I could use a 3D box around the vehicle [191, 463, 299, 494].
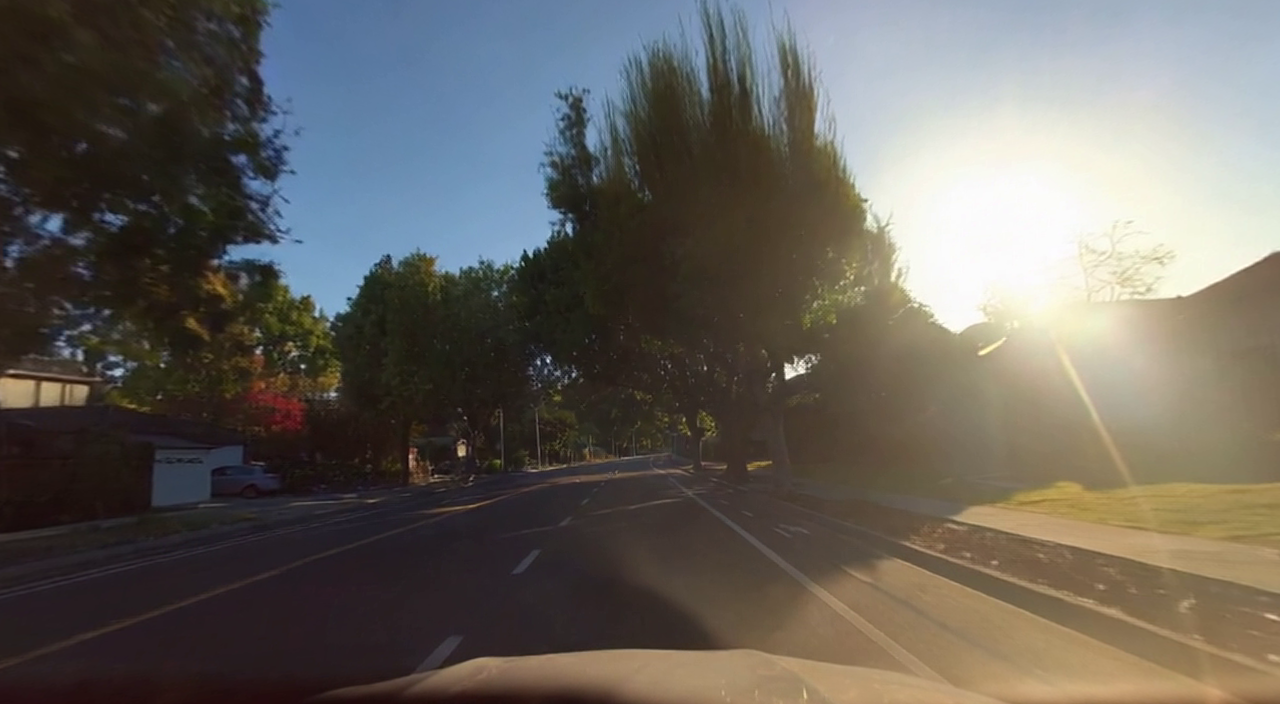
[{"bbox_3d":[-19.304,6.179,30.986,4.173,1.423,1.657,0,-8,3],"label":"vehicle"}]
